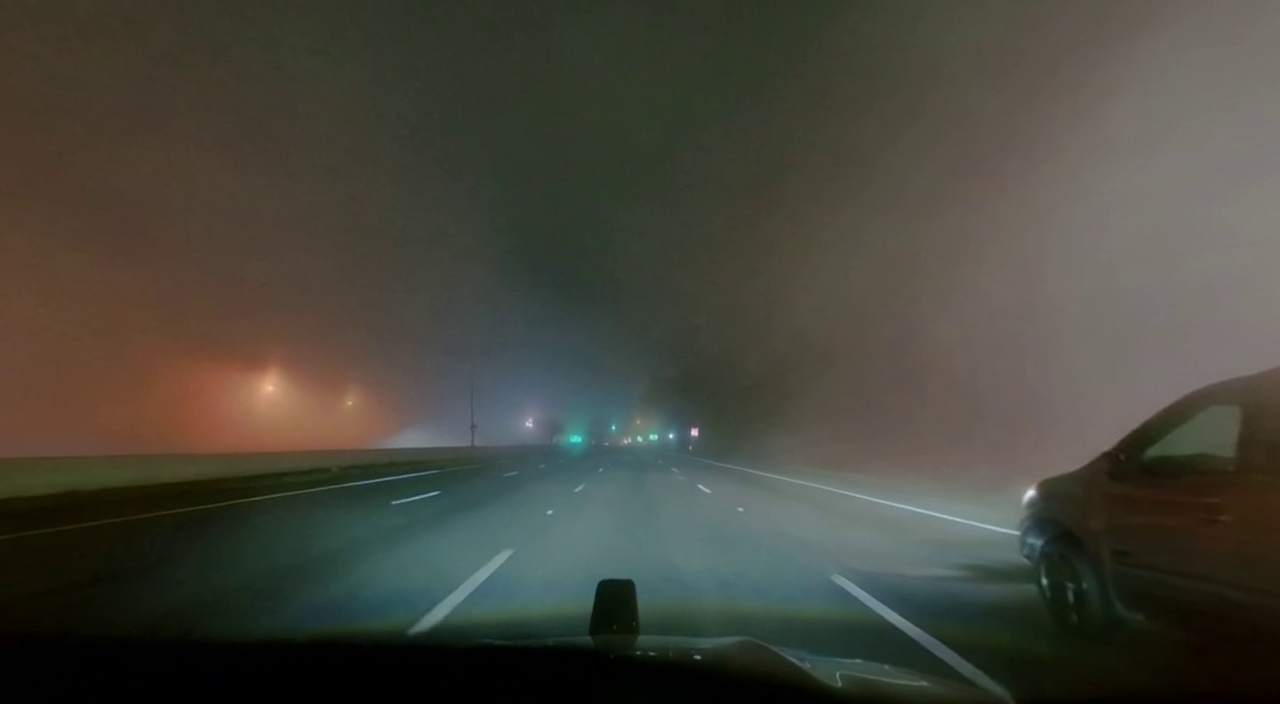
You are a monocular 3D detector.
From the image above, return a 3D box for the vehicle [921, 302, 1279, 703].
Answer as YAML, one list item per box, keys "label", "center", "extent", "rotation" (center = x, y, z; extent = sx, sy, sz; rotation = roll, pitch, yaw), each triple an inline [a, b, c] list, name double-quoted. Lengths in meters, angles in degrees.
- label: "vehicle"
  center: [3.603, 0.755, 2.918]
  extent: [2.212, 1.753, 5.064]
  rotation: [0, -9, -1]
